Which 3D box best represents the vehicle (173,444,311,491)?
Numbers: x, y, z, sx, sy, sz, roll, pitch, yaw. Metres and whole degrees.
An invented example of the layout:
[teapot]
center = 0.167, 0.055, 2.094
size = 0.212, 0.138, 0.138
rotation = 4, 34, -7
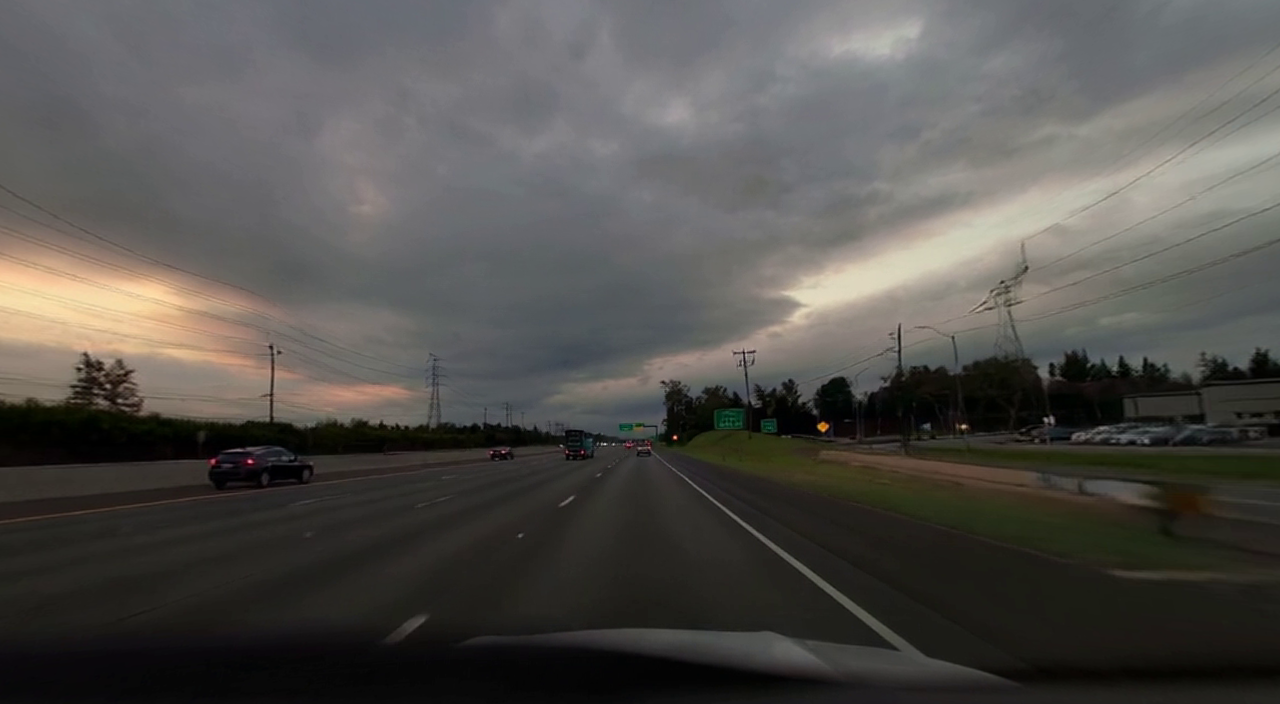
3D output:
[vehicle]
center = -13.901, 4.029, 22.419
size = 1.988, 1.477, 4.442
rotation = 0, -8, 0
